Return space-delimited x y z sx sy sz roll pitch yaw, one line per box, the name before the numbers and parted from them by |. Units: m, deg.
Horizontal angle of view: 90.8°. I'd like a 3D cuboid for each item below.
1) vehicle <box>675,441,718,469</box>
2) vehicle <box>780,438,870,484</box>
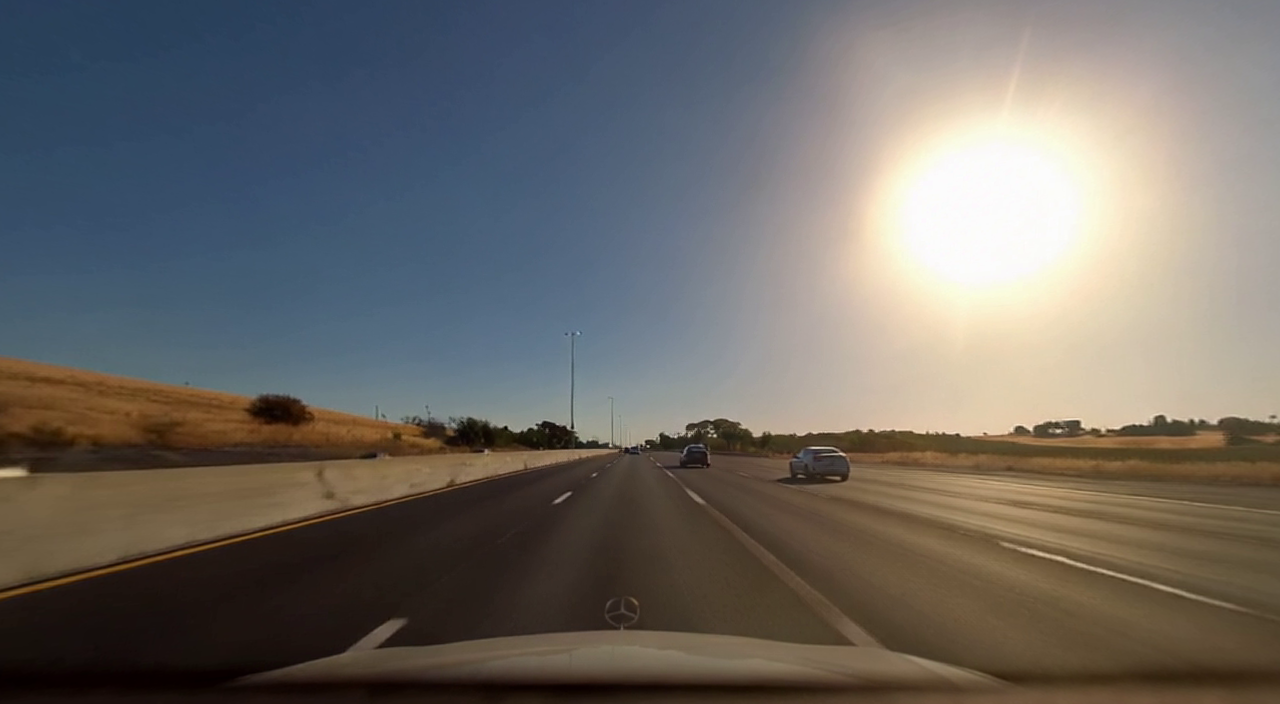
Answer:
vehicle | 3.265 6.049 37.337 2.056 1.553 4.320 0 -8 -1
vehicle | 6.690 3.977 23.290 2.038 1.528 3.910 0 -9 -1
